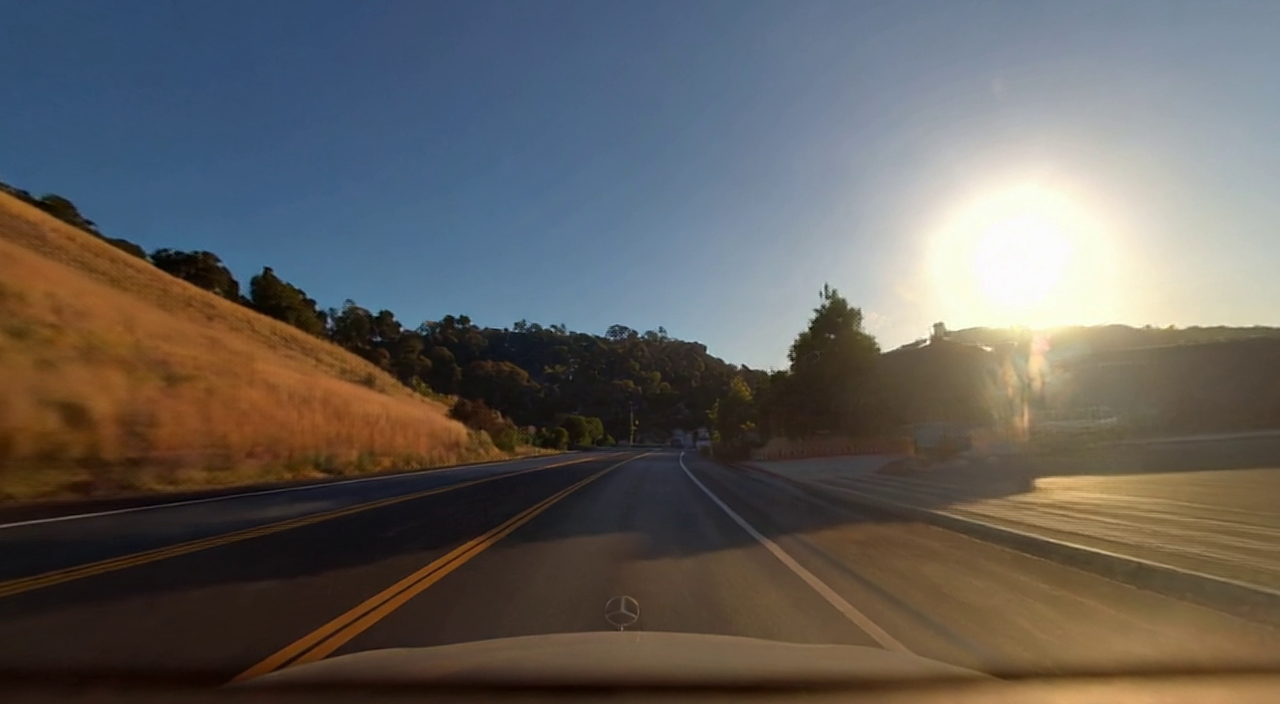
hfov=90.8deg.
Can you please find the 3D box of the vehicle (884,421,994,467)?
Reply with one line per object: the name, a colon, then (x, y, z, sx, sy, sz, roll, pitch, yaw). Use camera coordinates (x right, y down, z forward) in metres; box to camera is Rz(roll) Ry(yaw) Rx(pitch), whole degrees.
vehicle: (13.791, 4.395, 29.601, 2.352, 1.872, 5.103, -1, -10, -3)
